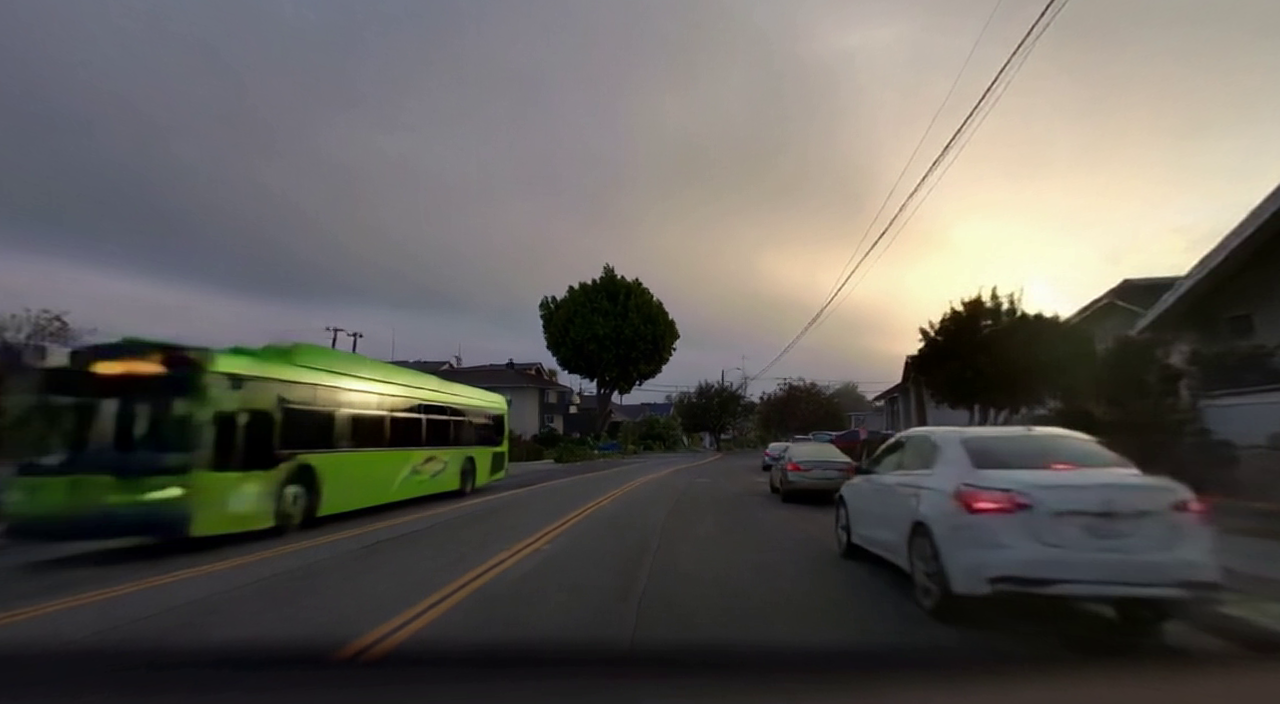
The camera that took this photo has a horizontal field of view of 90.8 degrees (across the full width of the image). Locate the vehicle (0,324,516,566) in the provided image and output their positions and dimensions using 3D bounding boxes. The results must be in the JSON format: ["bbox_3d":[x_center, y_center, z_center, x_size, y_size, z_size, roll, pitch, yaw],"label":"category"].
[{"bbox_3d":[-6.621,2.205,14.962,3.577,3.168,13.108,-1,-9,5],"label":"vehicle"}]

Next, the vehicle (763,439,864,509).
[{"bbox_3d":[3.973,2.831,15.031,1.665,1.425,3.727,-1,-9,6],"label":"vehicle"}]

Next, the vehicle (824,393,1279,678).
[{"bbox_3d":[3.133,1.347,5.669,1.984,1.601,3.994,0,-9,4],"label":"vehicle"}]
